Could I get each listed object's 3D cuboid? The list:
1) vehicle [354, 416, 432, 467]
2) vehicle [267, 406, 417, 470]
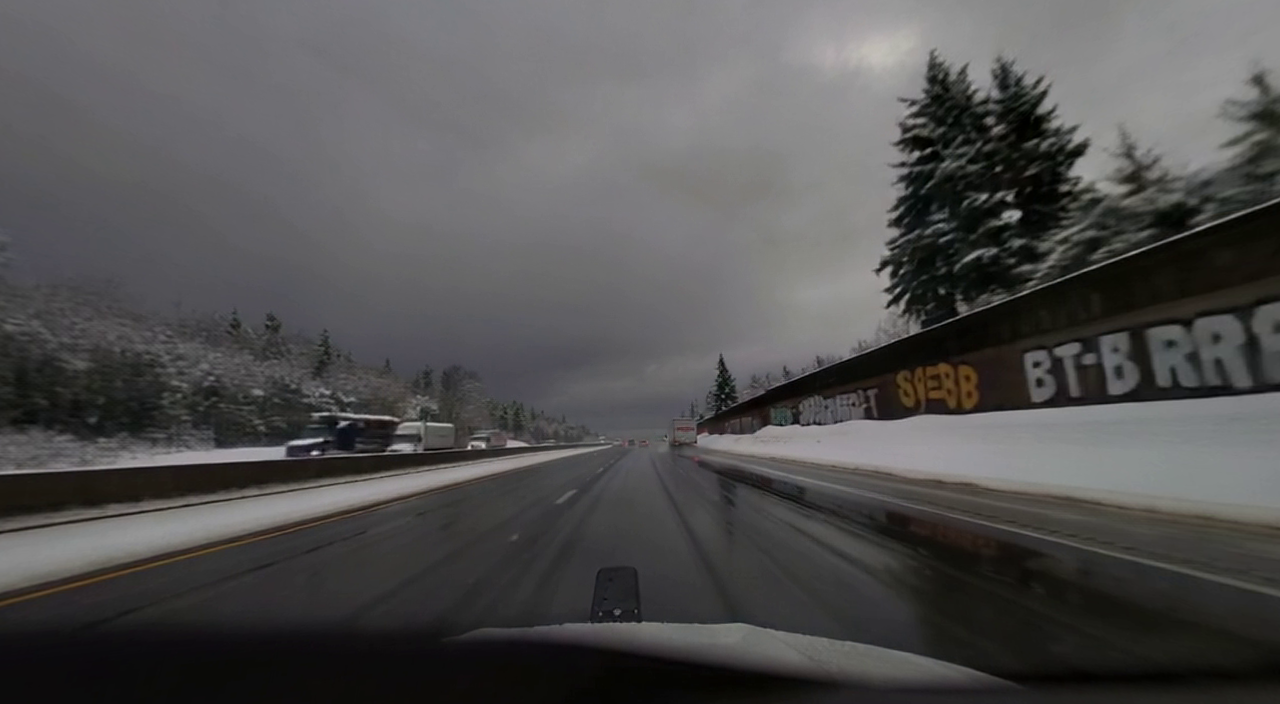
[{"bbox_3d":[-16.963,6.196,43.725,2.874,3.248,6.139,0,-8,-1],"label":"vehicle"},{"bbox_3d":[-20.978,6.376,46.450,2.941,3.798,16.803,0,-8,0],"label":"vehicle"}]
